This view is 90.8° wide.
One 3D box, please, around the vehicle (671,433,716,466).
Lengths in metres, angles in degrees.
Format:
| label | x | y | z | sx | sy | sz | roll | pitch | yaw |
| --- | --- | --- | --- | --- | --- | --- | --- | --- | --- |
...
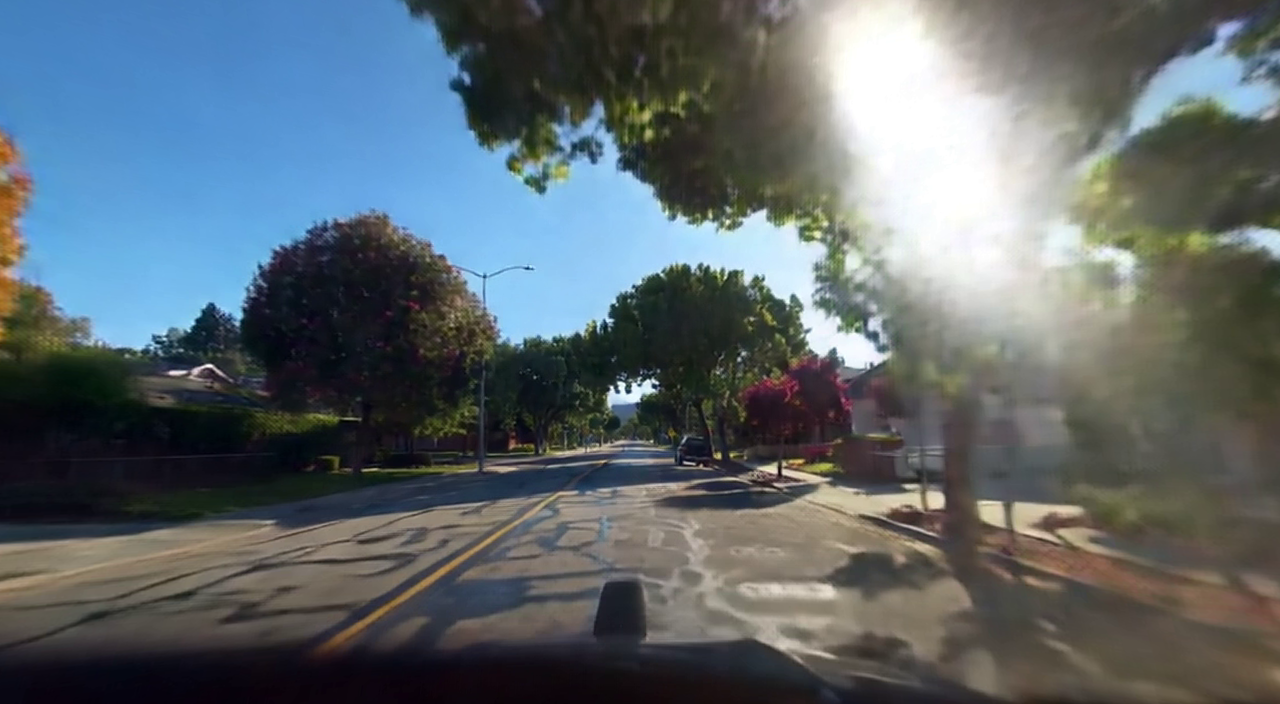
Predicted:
| label | x | y | z | sx | sy | sz | roll | pitch | yaw |
| --- | --- | --- | --- | --- | --- | --- | --- | --- | --- |
| vehicle | 2.941 | 5.462 | 35.517 | 2.086 | 1.726 | 4.384 | 0 | -8 | 0 |
